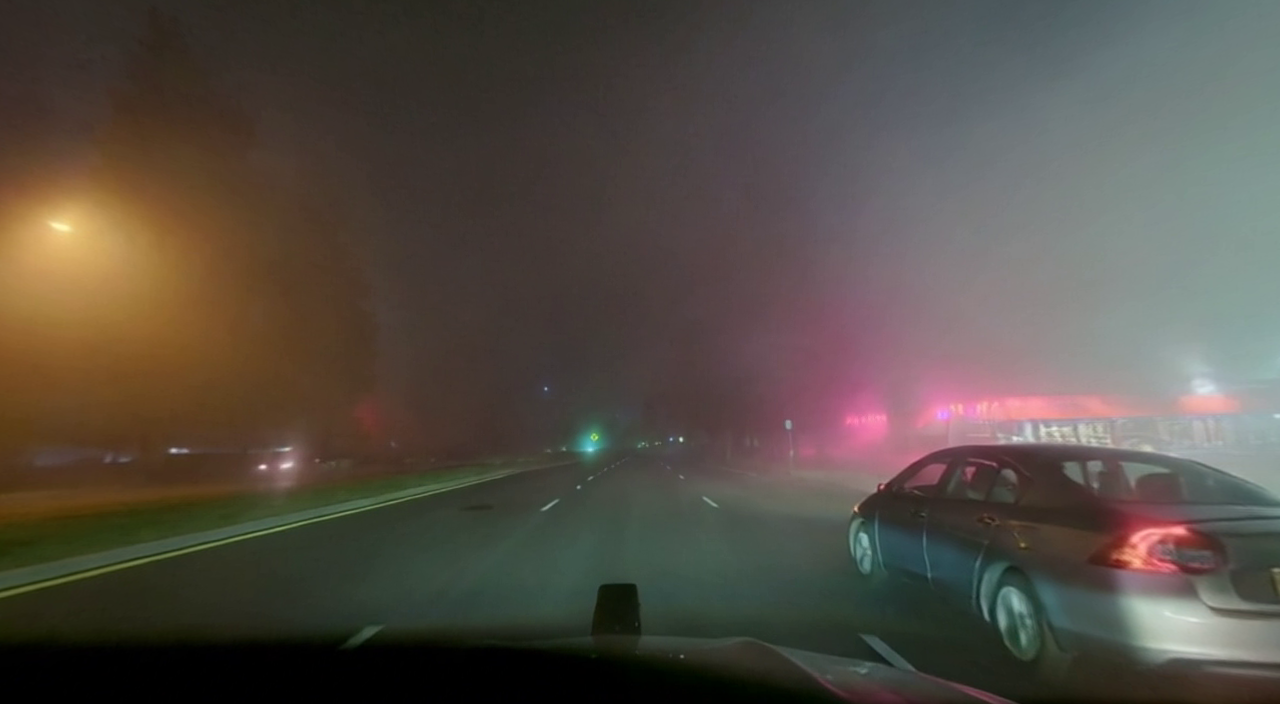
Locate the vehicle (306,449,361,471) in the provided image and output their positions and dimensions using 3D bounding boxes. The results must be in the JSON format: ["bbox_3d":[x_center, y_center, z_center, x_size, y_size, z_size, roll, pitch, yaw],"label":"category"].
[{"bbox_3d":[-22.555,7.938,46.619,1.784,1.438,4.471,0,-8,0],"label":"vehicle"}]

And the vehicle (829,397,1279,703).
[{"bbox_3d":[3.070,1.215,4.480,2.004,1.470,4.544,0,-8,0],"label":"vehicle"}]

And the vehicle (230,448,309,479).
[{"bbox_3d":[-19.349,5.823,33.153,1.761,1.488,3.822,-1,-8,1],"label":"vehicle"}]
